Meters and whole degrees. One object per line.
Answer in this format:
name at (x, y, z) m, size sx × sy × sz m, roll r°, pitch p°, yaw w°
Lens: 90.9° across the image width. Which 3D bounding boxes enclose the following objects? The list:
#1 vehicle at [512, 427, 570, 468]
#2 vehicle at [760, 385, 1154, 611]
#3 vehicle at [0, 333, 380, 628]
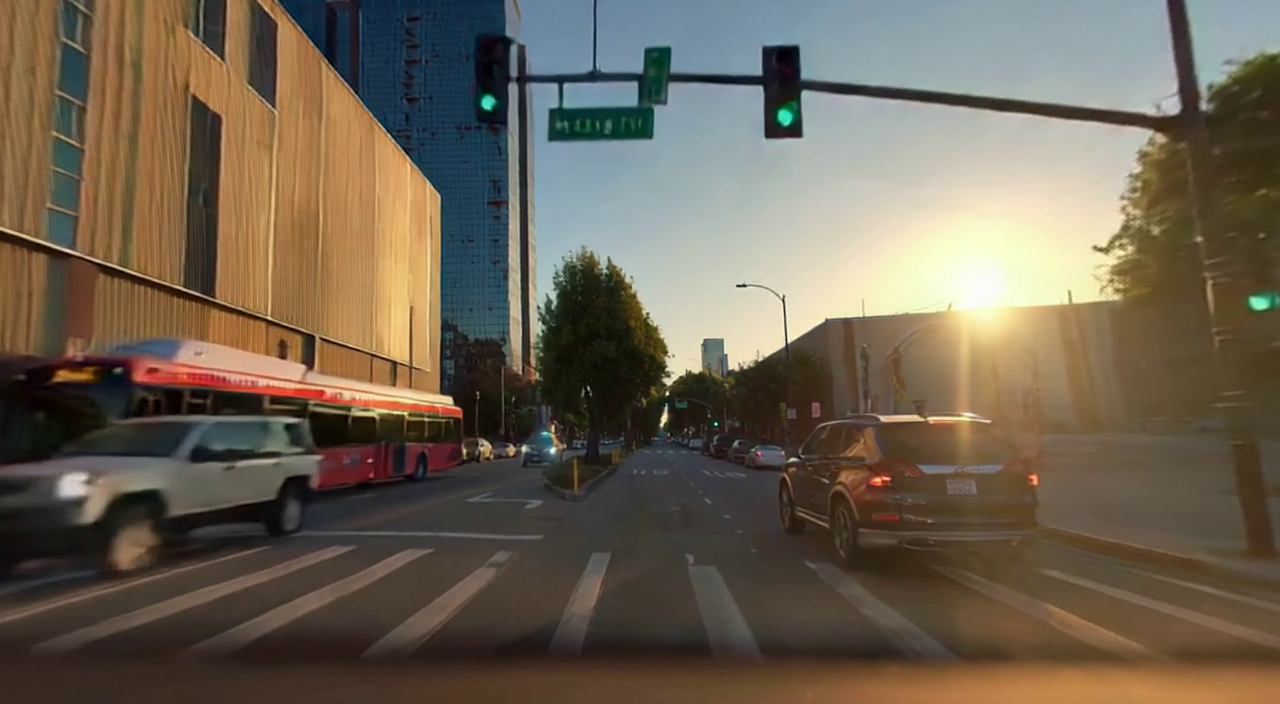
vehicle at (-4.897, 4.799, 31.852) m, size 2.030 × 1.881 × 4.994 m, roll 0°, pitch -8°, yaw 1°
vehicle at (3.136, 1.588, 7.983) m, size 2.118 × 1.848 × 5.426 m, roll 0°, pitch -8°, yaw -1°
vehicle at (-5.351, 1.314, 7.383) m, size 2.304 × 2.208 × 5.200 m, roll 0°, pitch -8°, yaw 1°
